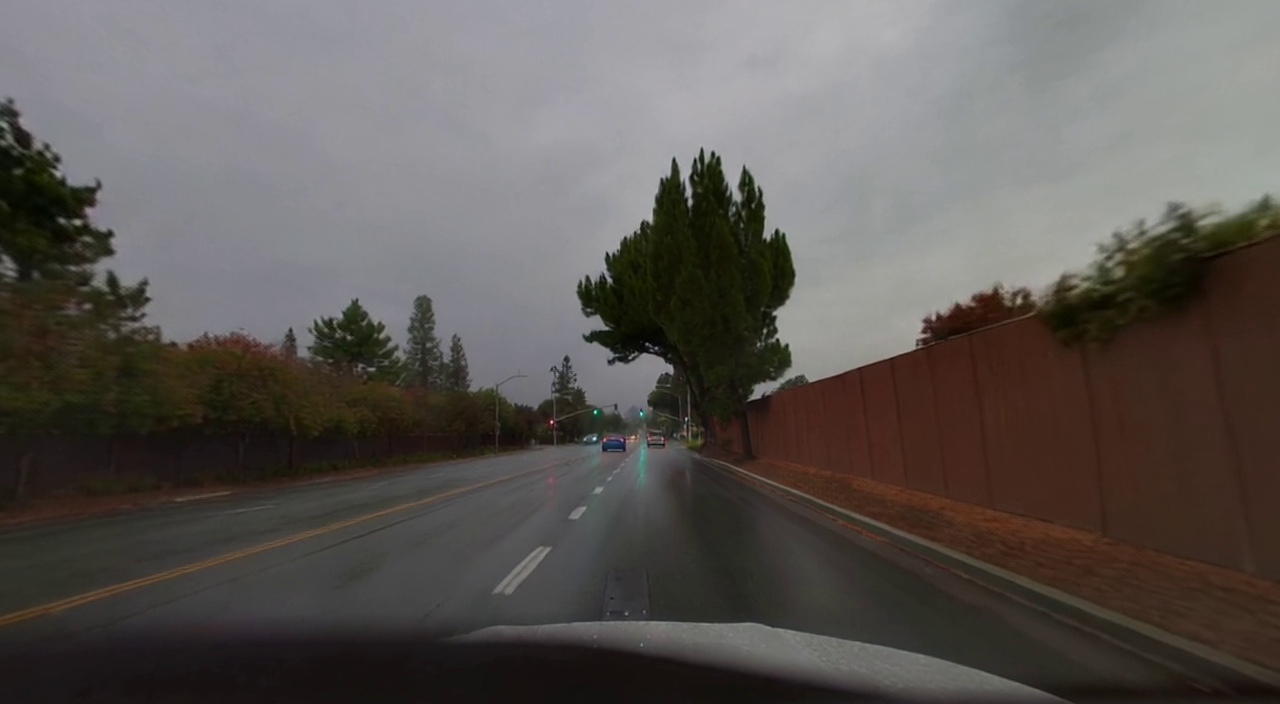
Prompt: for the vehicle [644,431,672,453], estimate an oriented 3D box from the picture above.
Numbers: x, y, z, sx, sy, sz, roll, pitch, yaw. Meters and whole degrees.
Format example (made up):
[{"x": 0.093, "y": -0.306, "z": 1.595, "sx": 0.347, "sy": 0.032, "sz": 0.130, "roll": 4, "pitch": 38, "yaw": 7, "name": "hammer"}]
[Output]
[{"x": 1.374, "y": 7.115, "z": 49.802, "sx": 2.127, "sy": 1.665, "sz": 3.993, "roll": 0, "pitch": -8, "yaw": 0, "name": "vehicle"}]
